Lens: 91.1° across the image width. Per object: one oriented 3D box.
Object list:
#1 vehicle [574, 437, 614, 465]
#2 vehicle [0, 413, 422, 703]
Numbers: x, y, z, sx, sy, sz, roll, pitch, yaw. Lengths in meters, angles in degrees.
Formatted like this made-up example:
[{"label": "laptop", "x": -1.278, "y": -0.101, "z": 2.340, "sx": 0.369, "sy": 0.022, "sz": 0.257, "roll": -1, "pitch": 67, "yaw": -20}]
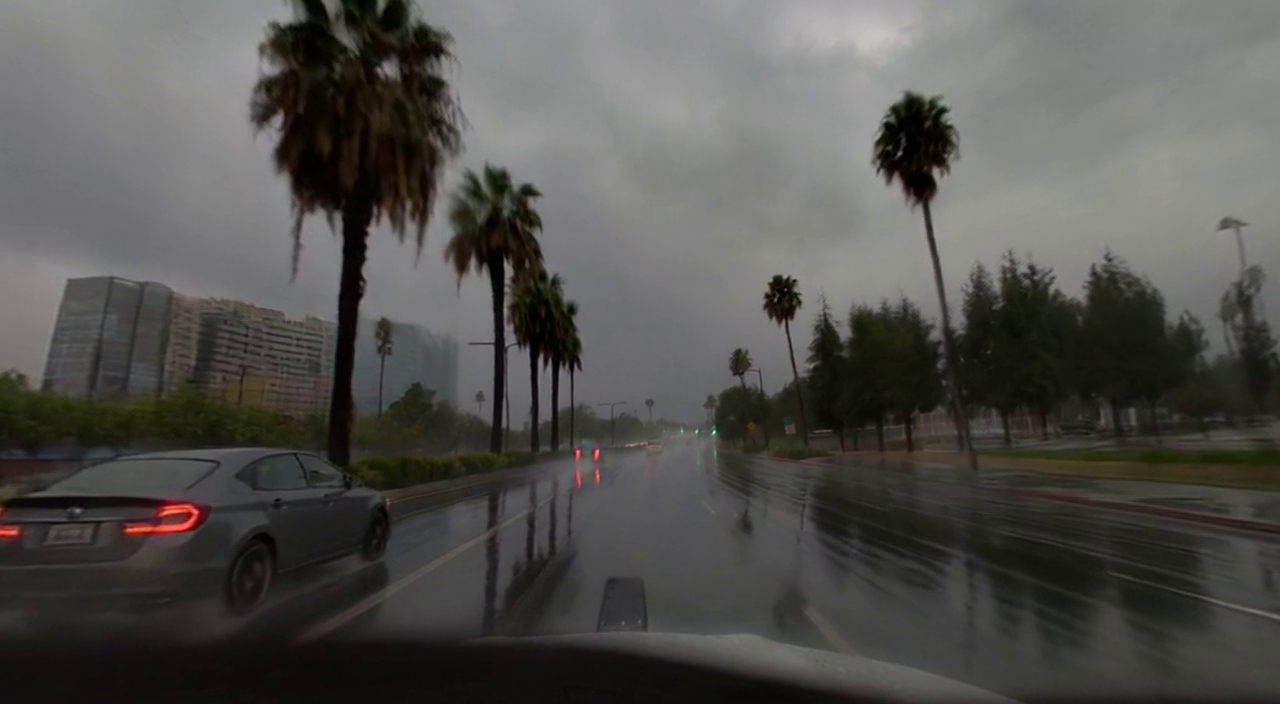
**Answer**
[{"label": "vehicle", "x": -3.151, "y": 6.959, "z": 44.186, "sx": 2.188, "sy": 1.819, "sz": 4.667, "roll": -1, "pitch": -8, "yaw": 4}, {"label": "vehicle", "x": -3.797, "y": 1.395, "z": 5.456, "sx": 2.036, "sy": 1.478, "sz": 4.771, "roll": 0, "pitch": -8, "yaw": 1}]
